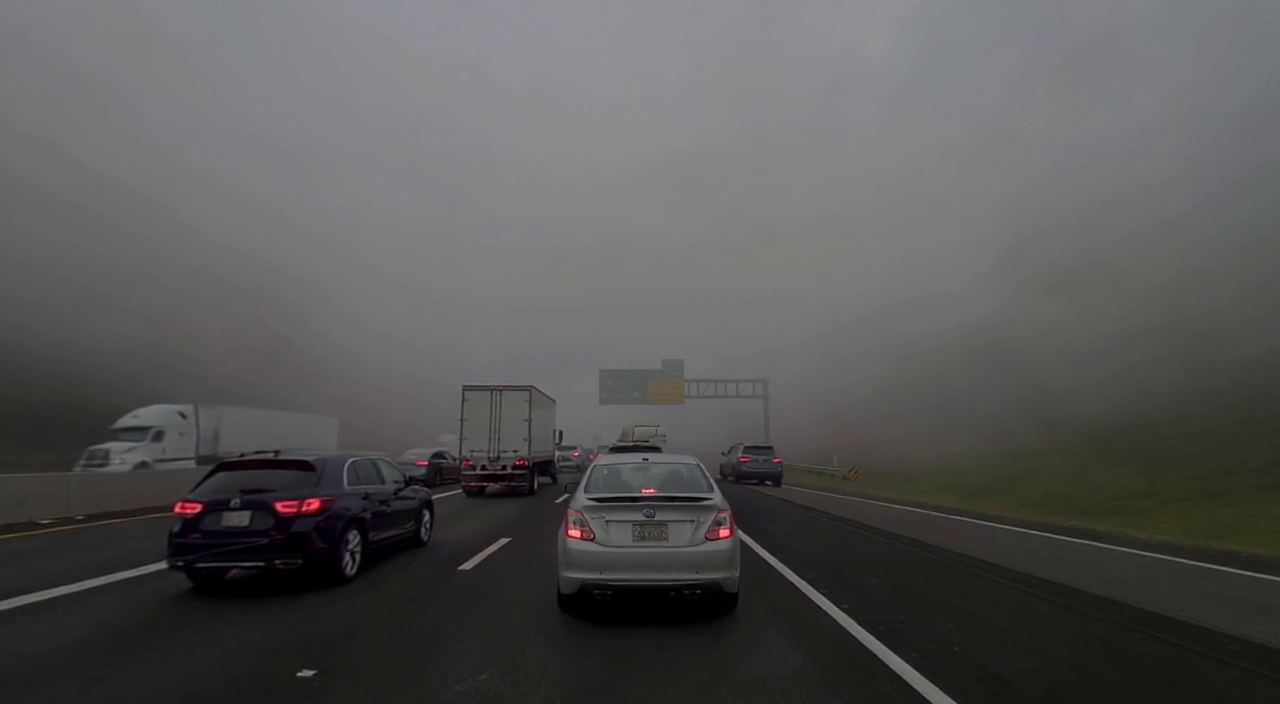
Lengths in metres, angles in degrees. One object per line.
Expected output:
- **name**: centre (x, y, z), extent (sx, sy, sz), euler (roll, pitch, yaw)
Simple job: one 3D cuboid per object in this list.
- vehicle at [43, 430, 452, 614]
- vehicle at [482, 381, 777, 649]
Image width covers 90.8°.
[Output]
- **vehicle**: centre (-3.933, 1.759, 7.504), extent (1.986, 1.501, 4.407), euler (-1, -9, 1)
- **vehicle**: centre (-0.100, 1.360, 6.066), extent (1.995, 1.798, 3.380), euler (0, -9, -1)
